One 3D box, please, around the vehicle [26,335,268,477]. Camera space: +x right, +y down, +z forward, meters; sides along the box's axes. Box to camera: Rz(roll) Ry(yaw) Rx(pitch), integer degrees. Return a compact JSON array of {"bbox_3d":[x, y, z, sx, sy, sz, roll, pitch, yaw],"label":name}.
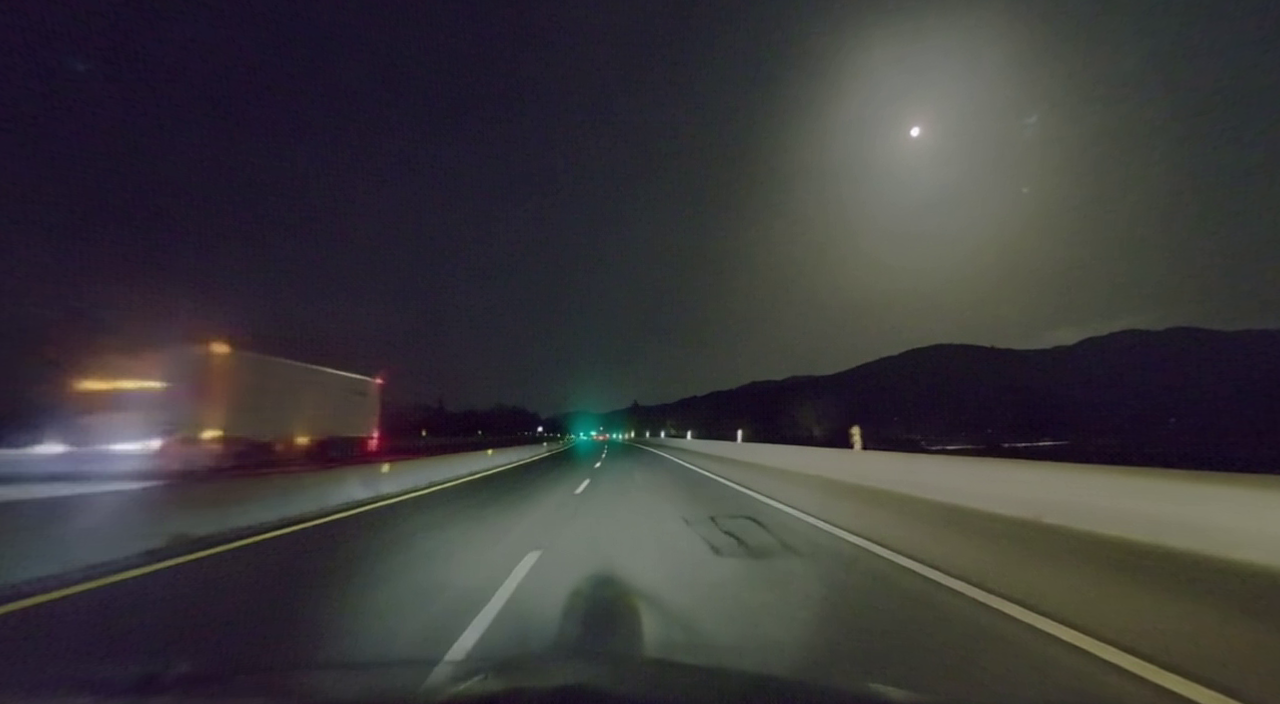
[{"bbox_3d":[-15.551,1.899,20.691,3.006,3.965,5.994,0,-8,-2],"label":"vehicle"}]
